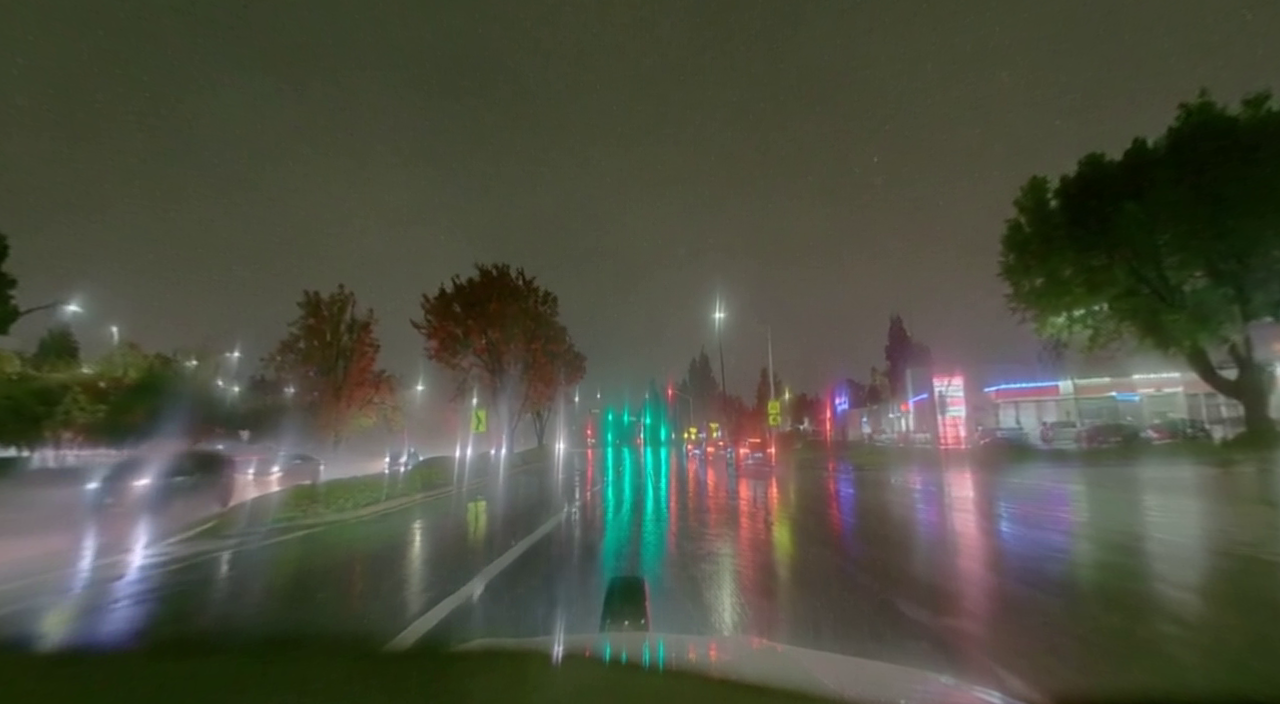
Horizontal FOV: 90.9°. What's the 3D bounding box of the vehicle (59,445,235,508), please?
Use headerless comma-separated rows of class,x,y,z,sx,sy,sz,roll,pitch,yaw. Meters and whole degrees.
vehicle,-16.679,4.166,21.769,2.072,1.862,4.948,0,-8,0

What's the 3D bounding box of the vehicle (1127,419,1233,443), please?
vehicle,33.193,4.881,38.856,4.540,1.446,1.919,-1,-8,6

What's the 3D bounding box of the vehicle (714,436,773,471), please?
vehicle,4.614,4.568,28.658,1.913,1.463,4.198,0,-8,-1

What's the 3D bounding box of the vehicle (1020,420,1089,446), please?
vehicle,29.486,5.780,45.063,1.811,1.664,5.065,-3,-7,5

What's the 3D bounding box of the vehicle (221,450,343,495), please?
vehicle,-13.167,4.409,23.552,1.847,1.424,4.521,0,-8,1
